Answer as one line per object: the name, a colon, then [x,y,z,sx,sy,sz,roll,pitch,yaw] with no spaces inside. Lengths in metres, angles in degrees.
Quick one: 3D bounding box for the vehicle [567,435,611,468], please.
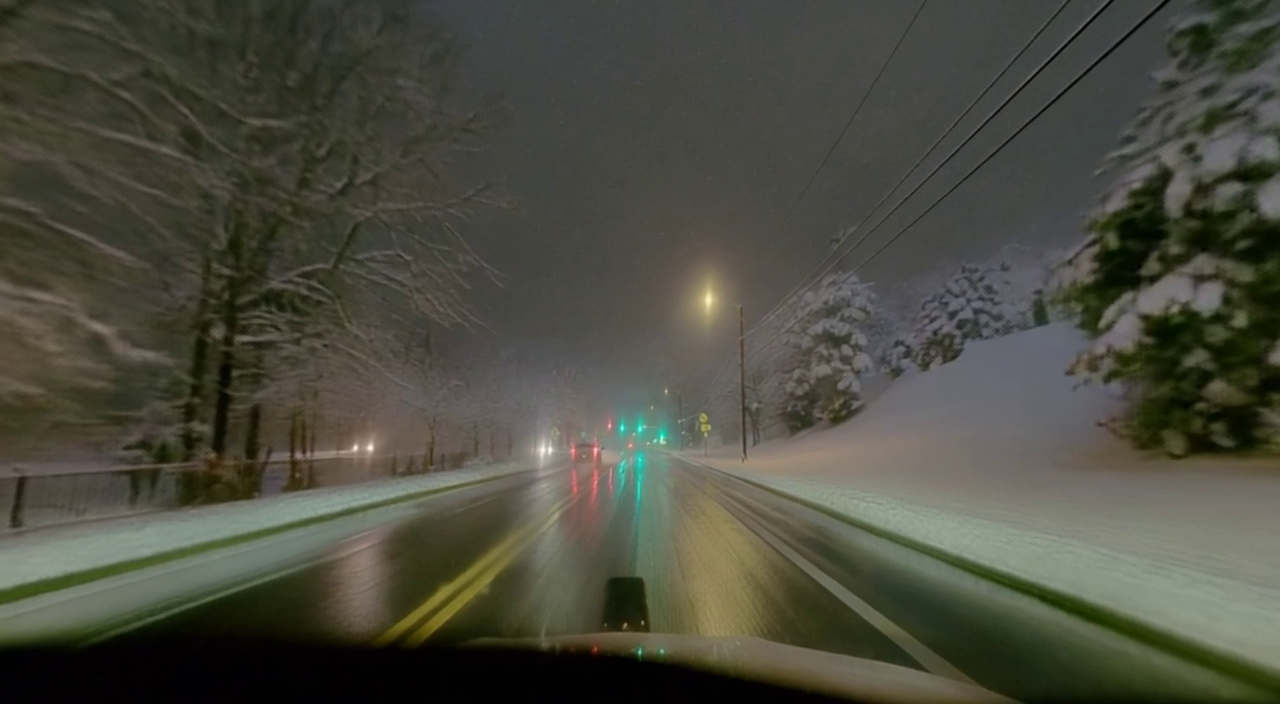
vehicle: [-2.745,5.466,34.791,2.016,1.694,4.335,0,-8,1]
